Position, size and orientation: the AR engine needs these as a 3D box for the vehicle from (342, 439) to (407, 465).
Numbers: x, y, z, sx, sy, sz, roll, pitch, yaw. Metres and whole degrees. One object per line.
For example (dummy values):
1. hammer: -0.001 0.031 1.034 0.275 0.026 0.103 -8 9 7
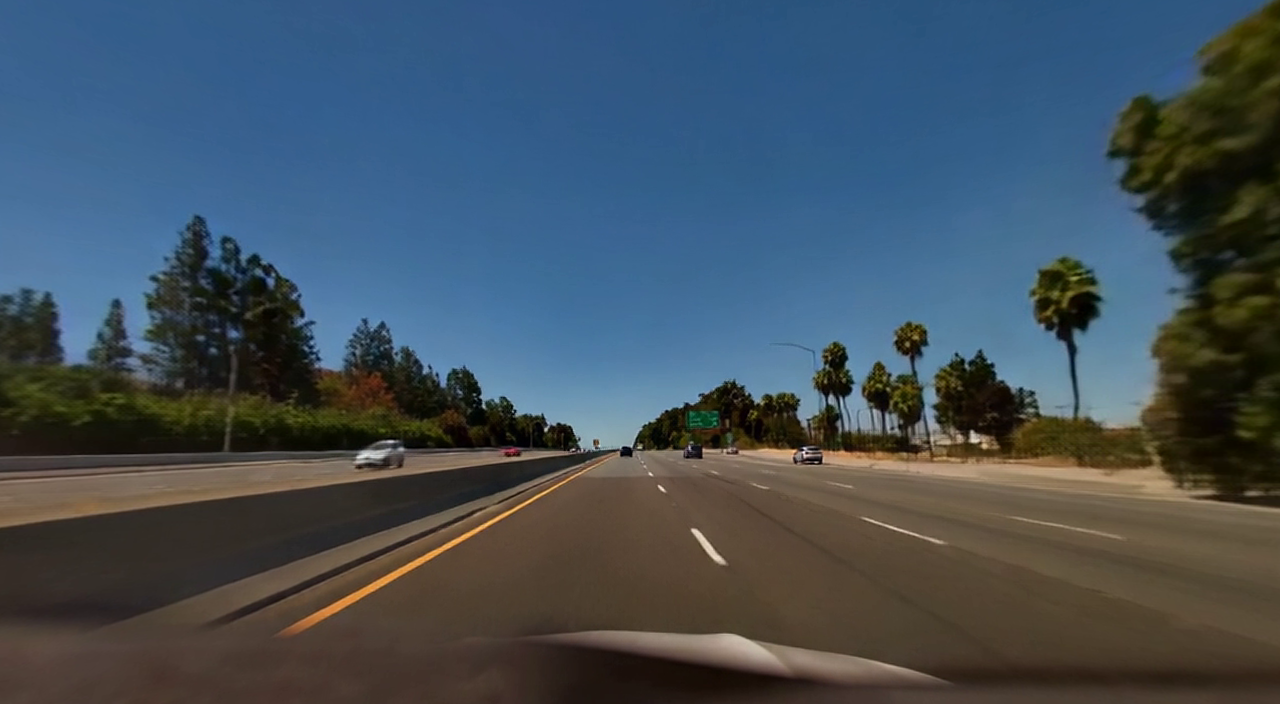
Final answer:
1. vehicle: -16.514 6.267 39.593 1.950 1.477 4.792 0 -9 0
